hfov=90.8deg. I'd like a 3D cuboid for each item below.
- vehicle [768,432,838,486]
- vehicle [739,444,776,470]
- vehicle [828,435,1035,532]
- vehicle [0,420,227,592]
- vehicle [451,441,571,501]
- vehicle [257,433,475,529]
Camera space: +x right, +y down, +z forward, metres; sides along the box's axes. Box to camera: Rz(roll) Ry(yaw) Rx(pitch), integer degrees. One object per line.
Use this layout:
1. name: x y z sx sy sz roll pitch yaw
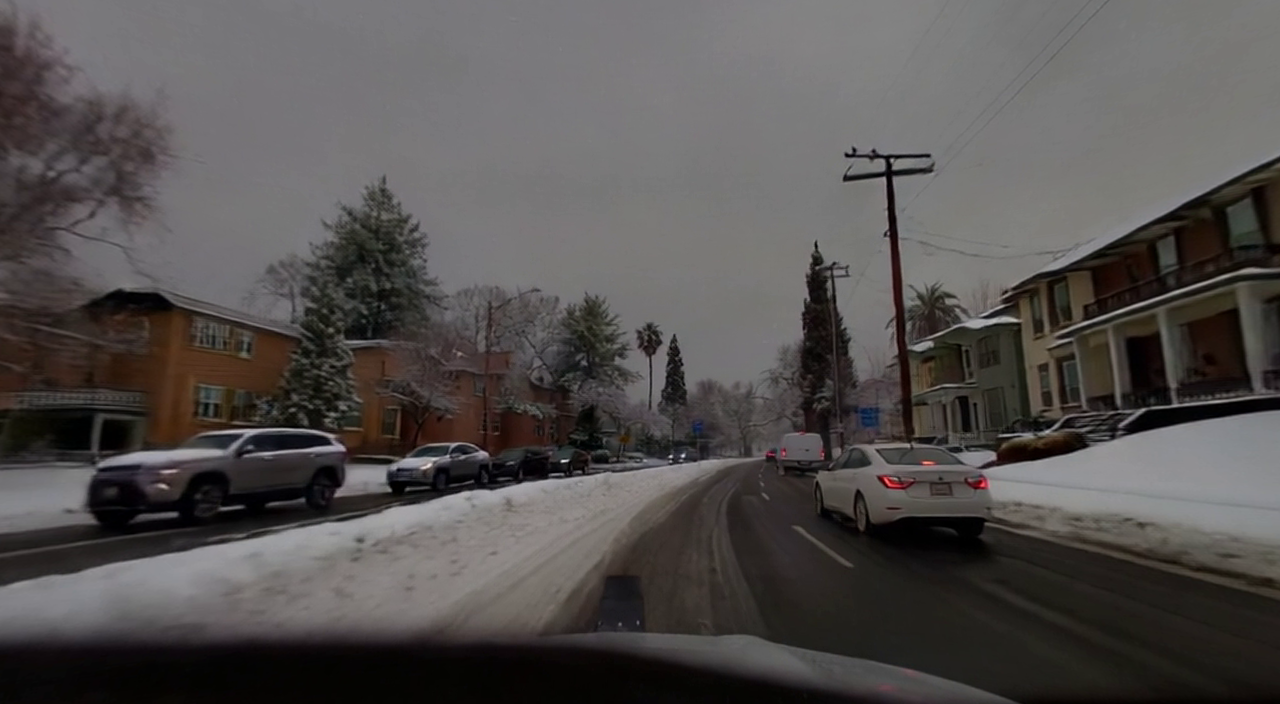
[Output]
1. vehicle: 6.647 4.408 26.263 2.109 2.002 4.424 -1 -9 6
2. vehicle: 7.594 6.705 40.582 1.923 1.576 4.026 -2 -9 15
3. vehicle: 5.433 2.496 12.622 2.096 1.552 4.519 0 -9 2
4. vehicle: -6.628 1.403 5.894 1.959 1.515 4.668 -1 -6 8
5. vehicle: -3.940 3.710 20.225 2.081 1.453 4.698 -4 -6 11
6. vehicle: -5.080 2.413 12.479 1.852 1.498 4.238 -4 -8 11
